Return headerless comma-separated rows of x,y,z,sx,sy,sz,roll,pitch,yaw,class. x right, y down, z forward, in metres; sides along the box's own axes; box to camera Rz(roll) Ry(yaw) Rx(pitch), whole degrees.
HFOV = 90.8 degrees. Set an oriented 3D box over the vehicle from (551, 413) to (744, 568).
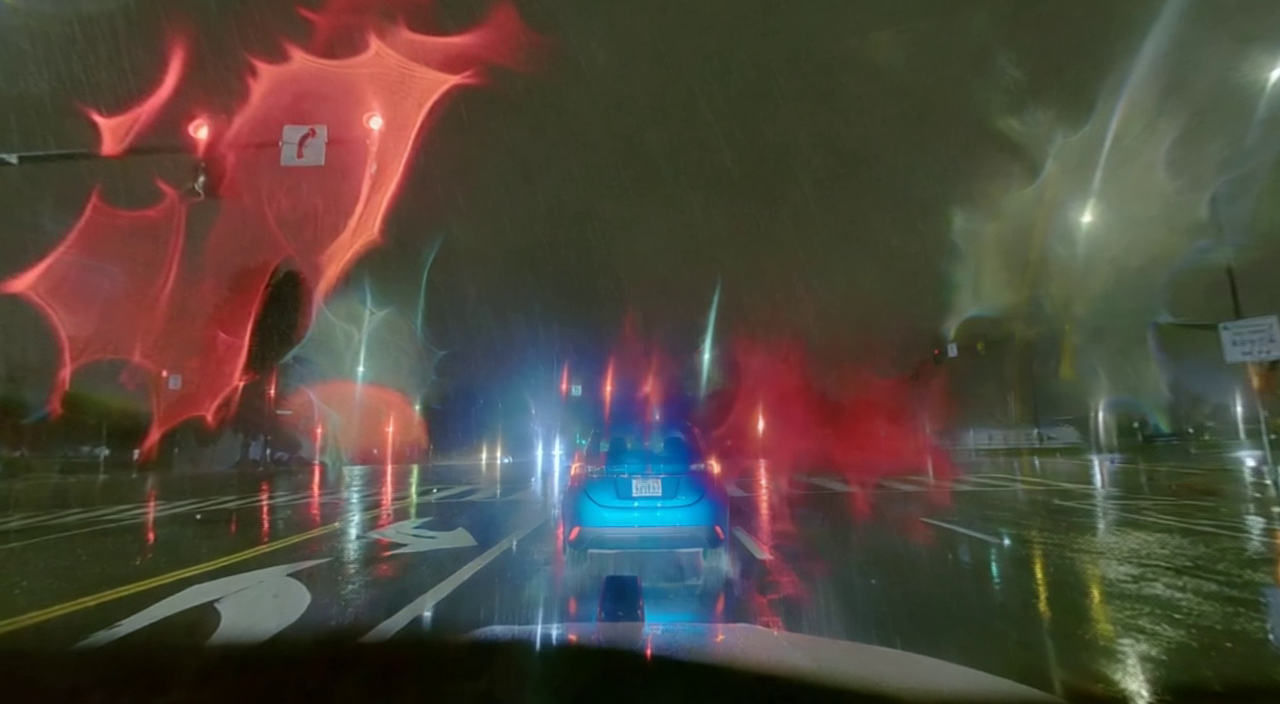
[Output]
0.045,1.755,8.708,2.027,1.626,3.942,0,-8,-1,vehicle
